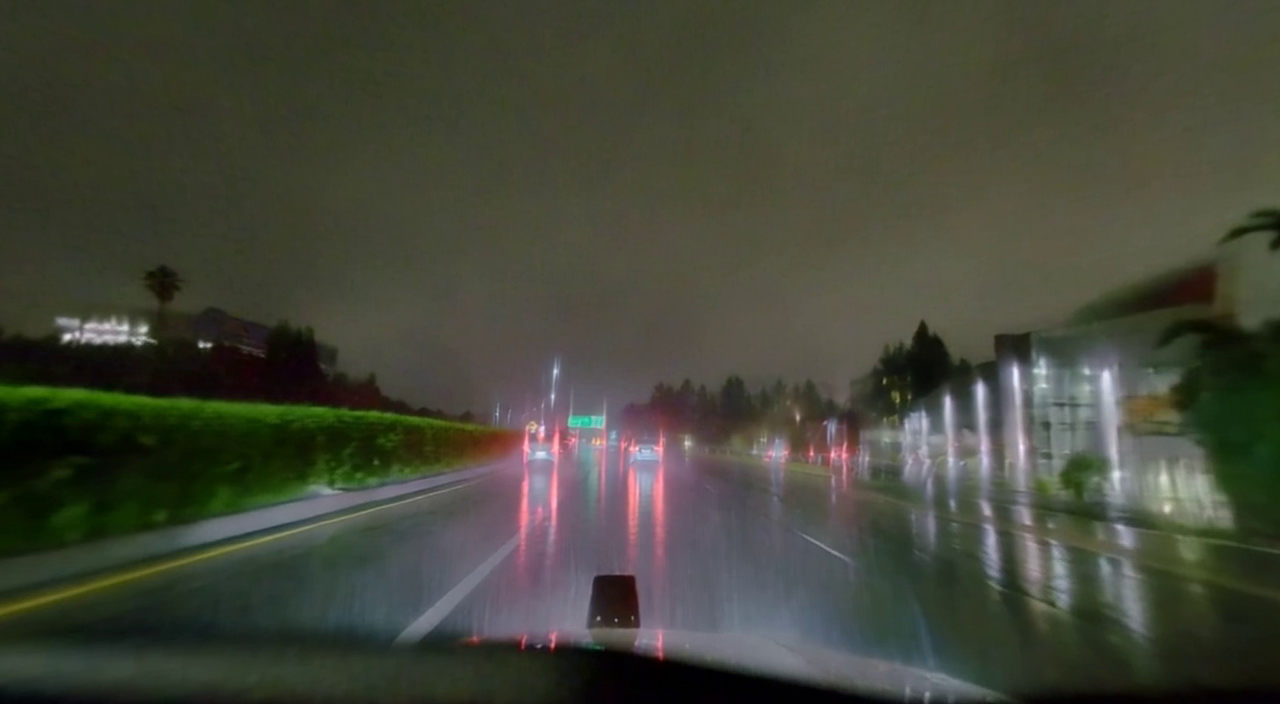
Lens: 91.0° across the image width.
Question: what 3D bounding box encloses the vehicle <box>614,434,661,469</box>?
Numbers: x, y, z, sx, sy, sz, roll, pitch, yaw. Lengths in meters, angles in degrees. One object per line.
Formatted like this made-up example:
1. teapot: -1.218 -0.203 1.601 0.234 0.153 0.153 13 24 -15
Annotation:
1. vehicle: -0.197 4.997 31.825 2.078 1.608 3.982 0 -8 -5

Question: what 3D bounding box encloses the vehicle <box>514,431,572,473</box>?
1. vehicle: -4.311 4.509 28.609 2.080 1.733 4.410 0 -8 -2
